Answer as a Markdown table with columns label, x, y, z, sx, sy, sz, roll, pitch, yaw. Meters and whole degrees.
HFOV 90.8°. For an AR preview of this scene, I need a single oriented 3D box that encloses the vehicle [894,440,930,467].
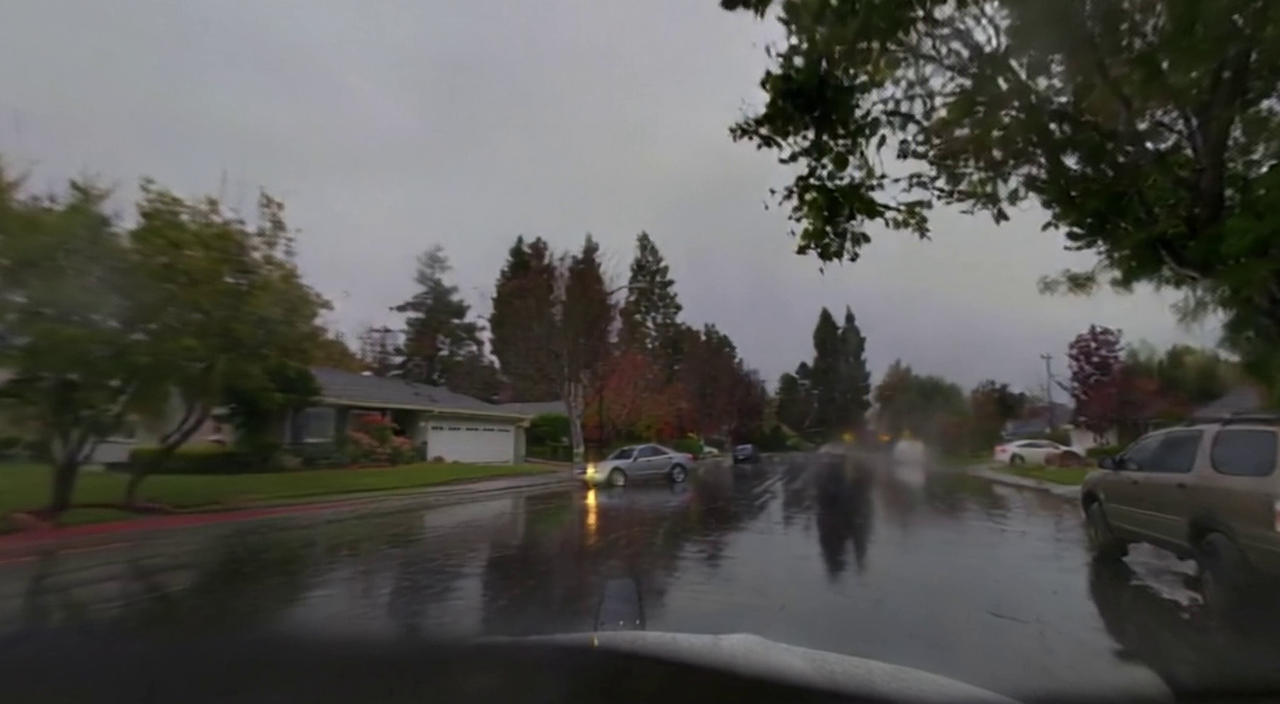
| label | x | y | z | sx | sy | sz | roll | pitch | yaw |
| --- | --- | --- | --- | --- | --- | --- | --- | --- | --- |
| vehicle | 20.873 | 7.769 | 48.559 | 2.051 | 1.925 | 4.625 | -3 | -9 | 18 |

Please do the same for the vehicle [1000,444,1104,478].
| label | x | y | z | sx | sy | sz | roll | pitch | yaw |
| --- | --- | --- | --- | --- | --- | --- | --- | --- | --- |
| vehicle | 24.310 | 6.428 | 37.480 | 4.733 | 1.843 | 2.005 | -2 | -8 | 20 |

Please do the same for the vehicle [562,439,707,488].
| label | x | y | z | sx | sy | sz | roll | pitch | yaw |
| --- | --- | --- | --- | --- | --- | --- | --- | --- | --- |
| vehicle | -0.235 | 3.870 | 22.108 | 4.750 | 1.559 | 1.928 | 2 | -9 | -13 |

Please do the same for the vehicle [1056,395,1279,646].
| label | x | y | z | sx | sy | sz | roll | pitch | yaw |
| --- | --- | --- | --- | --- | --- | --- | --- | --- | --- |
| vehicle | 6.312 | 1.545 | 6.680 | 2.154 | 1.855 | 4.689 | -3 | -9 | 21 |
